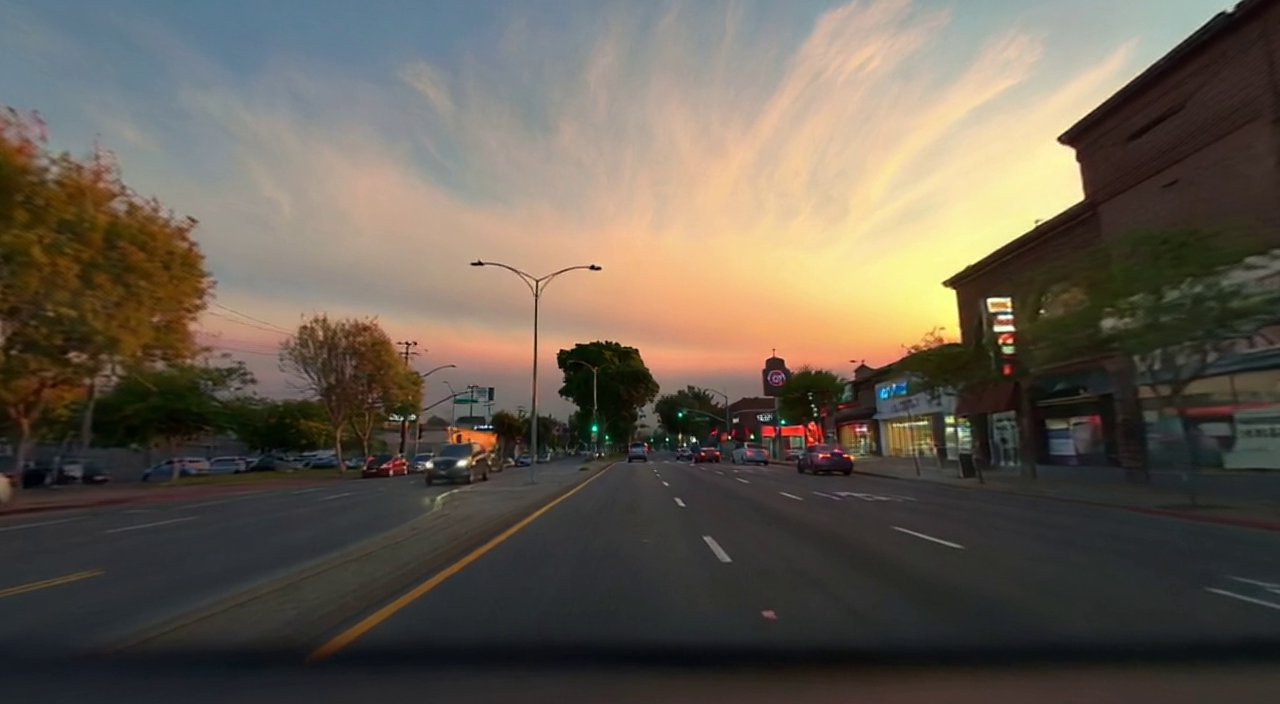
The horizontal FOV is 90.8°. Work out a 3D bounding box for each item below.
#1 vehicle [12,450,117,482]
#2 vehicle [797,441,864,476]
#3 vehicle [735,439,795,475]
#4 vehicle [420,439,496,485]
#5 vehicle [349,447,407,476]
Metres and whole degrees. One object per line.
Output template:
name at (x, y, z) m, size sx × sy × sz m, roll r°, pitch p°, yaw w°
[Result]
vehicle at (-34.114, 6.842, 37.661) m, size 1.821 × 1.531 × 4.703 m, roll -3°, pitch -13°, yaw 0°
vehicle at (9.887, 5.556, 33.177) m, size 2.019 × 1.694 × 4.491 m, roll 0°, pitch -9°, yaw -1°
vehicle at (6.268, 5.344, 32.299) m, size 1.974 × 1.679 × 4.611 m, roll 0°, pitch -9°, yaw -2°
vehicle at (-7.865, 4.801, 27.826) m, size 1.946 × 1.794 × 4.799 m, roll 0°, pitch -9°, yaw -1°
vehicle at (-17.928, 7.618, 43.544) m, size 1.944 × 1.794 × 4.849 m, roll 0°, pitch -12°, yaw 0°
